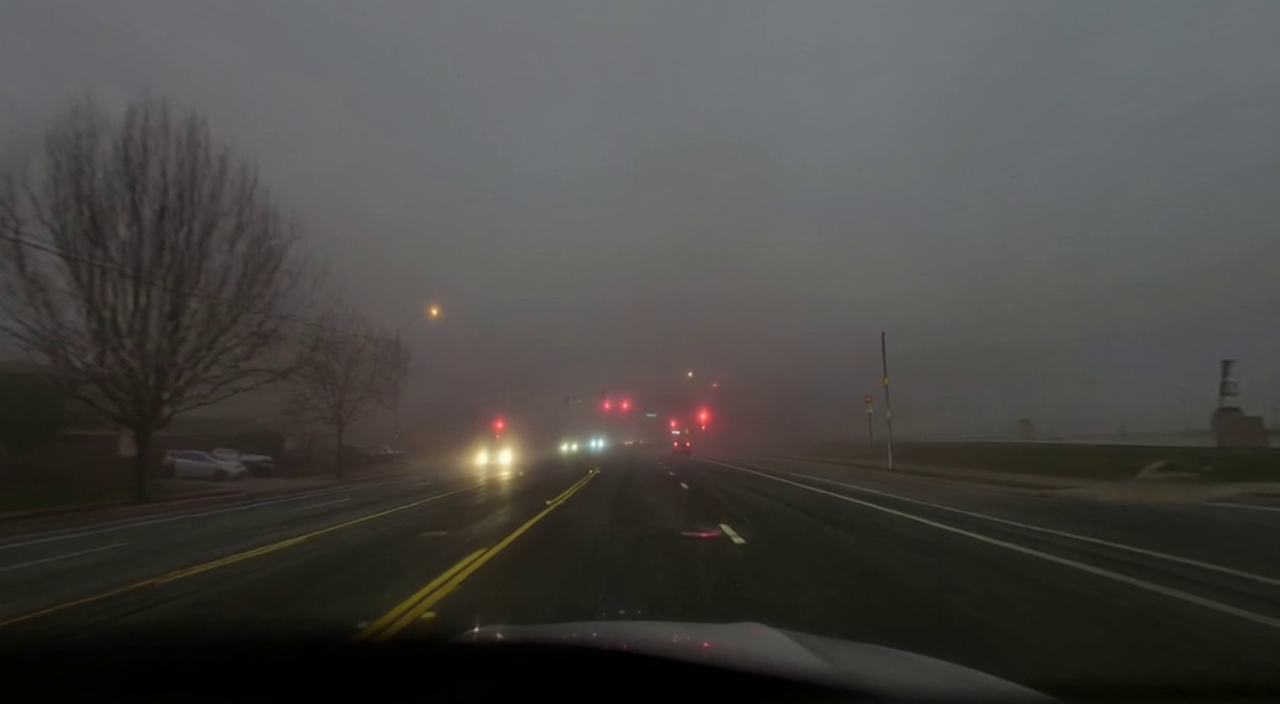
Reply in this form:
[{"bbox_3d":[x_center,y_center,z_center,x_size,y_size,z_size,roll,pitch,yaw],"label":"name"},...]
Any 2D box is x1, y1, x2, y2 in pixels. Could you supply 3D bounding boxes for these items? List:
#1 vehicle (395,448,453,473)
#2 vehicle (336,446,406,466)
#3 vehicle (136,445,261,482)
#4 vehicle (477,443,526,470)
[{"bbox_3d":[-13.649,6.865,40.182,1.992,1.453,4.439,0,-8,2],"label":"vehicle"},{"bbox_3d":[-20.374,7.881,47.975,4.464,1.453,1.931,0,-9,-1],"label":"vehicle"},{"bbox_3d":[-20.670,5.225,29.718,4.354,1.676,1.905,0,-9,-2],"label":"vehicle"},{"bbox_3d":[-8.069,6.101,37.212,1.931,1.483,4.246,0,-8,0],"label":"vehicle"}]
